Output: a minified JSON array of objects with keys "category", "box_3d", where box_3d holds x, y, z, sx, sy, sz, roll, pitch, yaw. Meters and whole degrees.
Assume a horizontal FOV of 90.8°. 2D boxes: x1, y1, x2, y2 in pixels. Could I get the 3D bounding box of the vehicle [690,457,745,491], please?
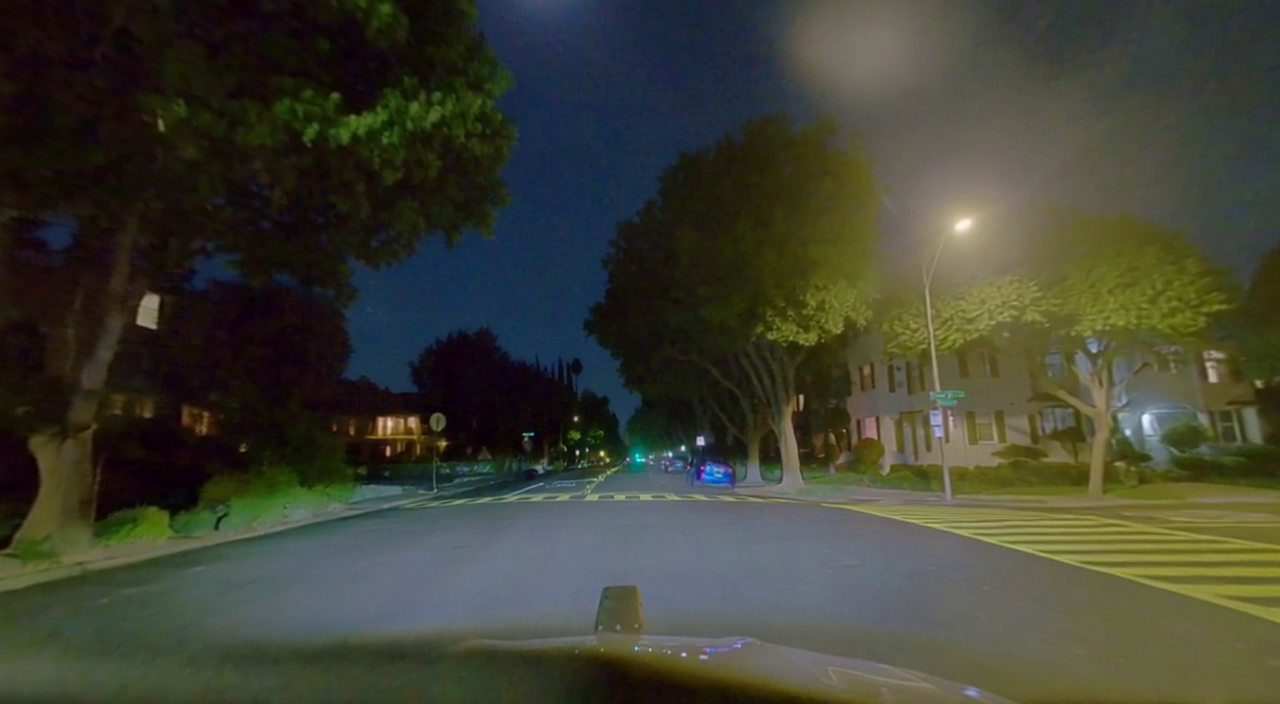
[{"category":"vehicle","box_3d":[3.628,5.810,30.436,1.961,1.472,4.434,0,-9,-2]}]
